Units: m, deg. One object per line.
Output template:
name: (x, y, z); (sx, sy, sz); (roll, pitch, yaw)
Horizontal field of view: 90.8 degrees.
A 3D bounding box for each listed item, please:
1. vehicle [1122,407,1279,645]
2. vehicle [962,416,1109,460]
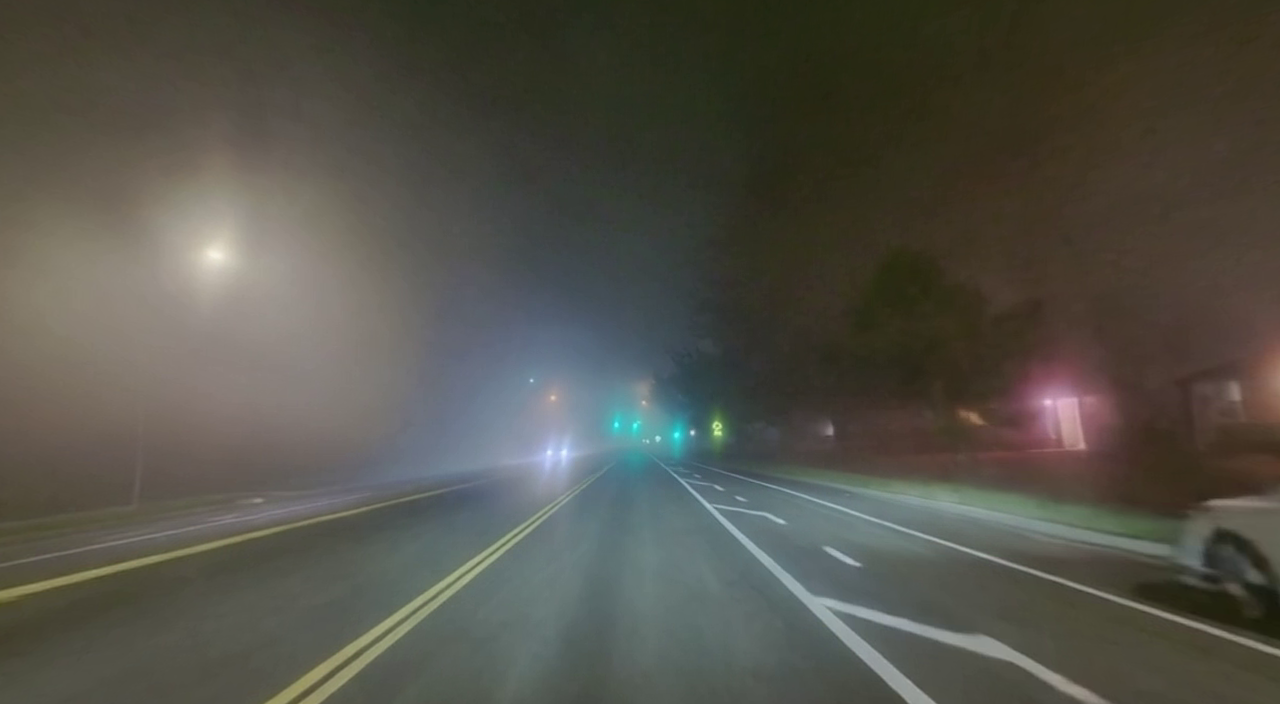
vehicle: (5.217, 0.990, 3.036); (2.098, 1.522, 4.629); (1, -8, -1)
vehicle: (16.294, 3.596, 26.221); (4.655, 1.511, 2.045); (-3, -9, -1)
